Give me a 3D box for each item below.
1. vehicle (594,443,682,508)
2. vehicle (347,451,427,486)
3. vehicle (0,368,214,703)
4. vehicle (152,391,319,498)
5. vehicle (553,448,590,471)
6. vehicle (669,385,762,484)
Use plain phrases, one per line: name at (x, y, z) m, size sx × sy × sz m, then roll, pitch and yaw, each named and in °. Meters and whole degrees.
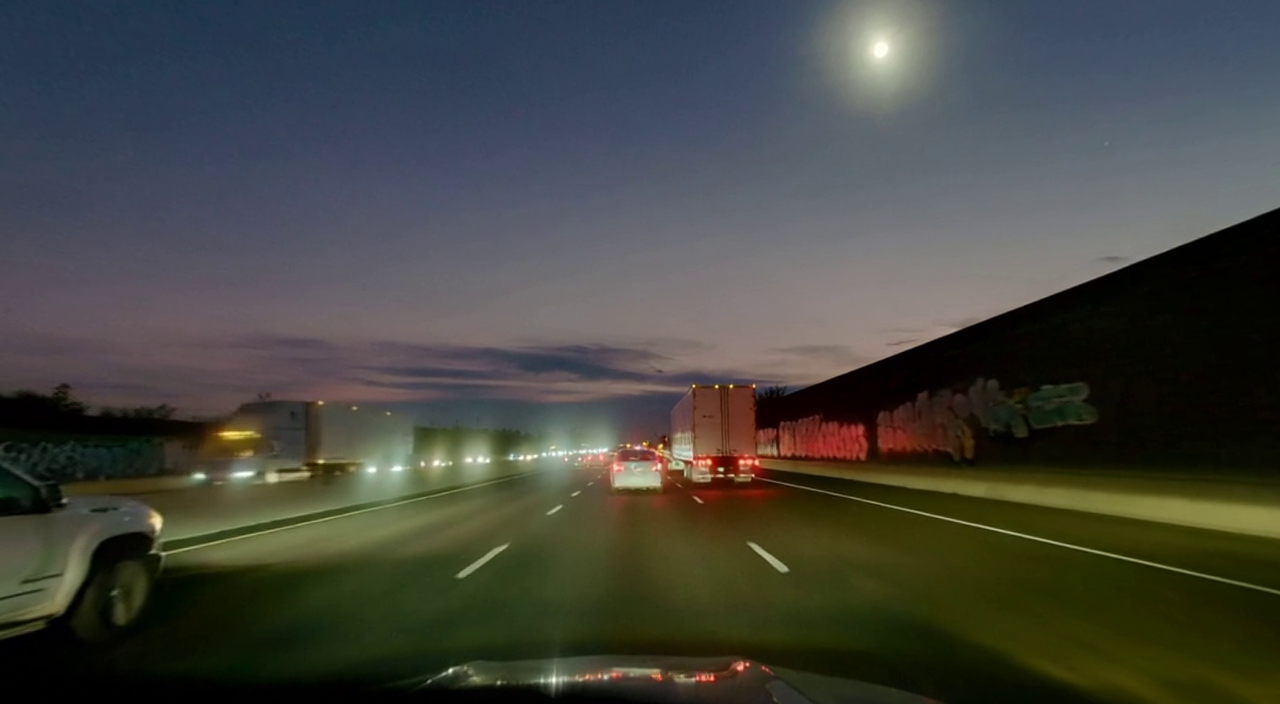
vehicle at (-0.099, 3.186, 16.643) m, size 2.033 × 1.468 × 4.015 m, roll 0°, pitch -9°, yaw -2°
vehicle at (-12.024, 5.564, 30.270) m, size 1.985 × 1.486 × 4.568 m, roll 0°, pitch -9°, yaw 0°
vehicle at (-4.312, 0.855, 2.478) m, size 1.988 × 1.750 × 4.711 m, roll 0°, pitch -9°, yaw -1°
vehicle at (-16.523, 3.861, 26.326) m, size 3.007 × 3.926 × 5.826 m, roll 0°, pitch -9°, yaw -1°
vehicle at (-4.692, 7.425, 43.517) m, size 2.067 × 1.481 × 4.085 m, roll -1°, pitch -9°, yaw 1°
vehicle at (3.425, 4.474, 33.169) m, size 2.902 × 4.014 × 14.446 m, roll 0°, pitch -9°, yaw -1°
